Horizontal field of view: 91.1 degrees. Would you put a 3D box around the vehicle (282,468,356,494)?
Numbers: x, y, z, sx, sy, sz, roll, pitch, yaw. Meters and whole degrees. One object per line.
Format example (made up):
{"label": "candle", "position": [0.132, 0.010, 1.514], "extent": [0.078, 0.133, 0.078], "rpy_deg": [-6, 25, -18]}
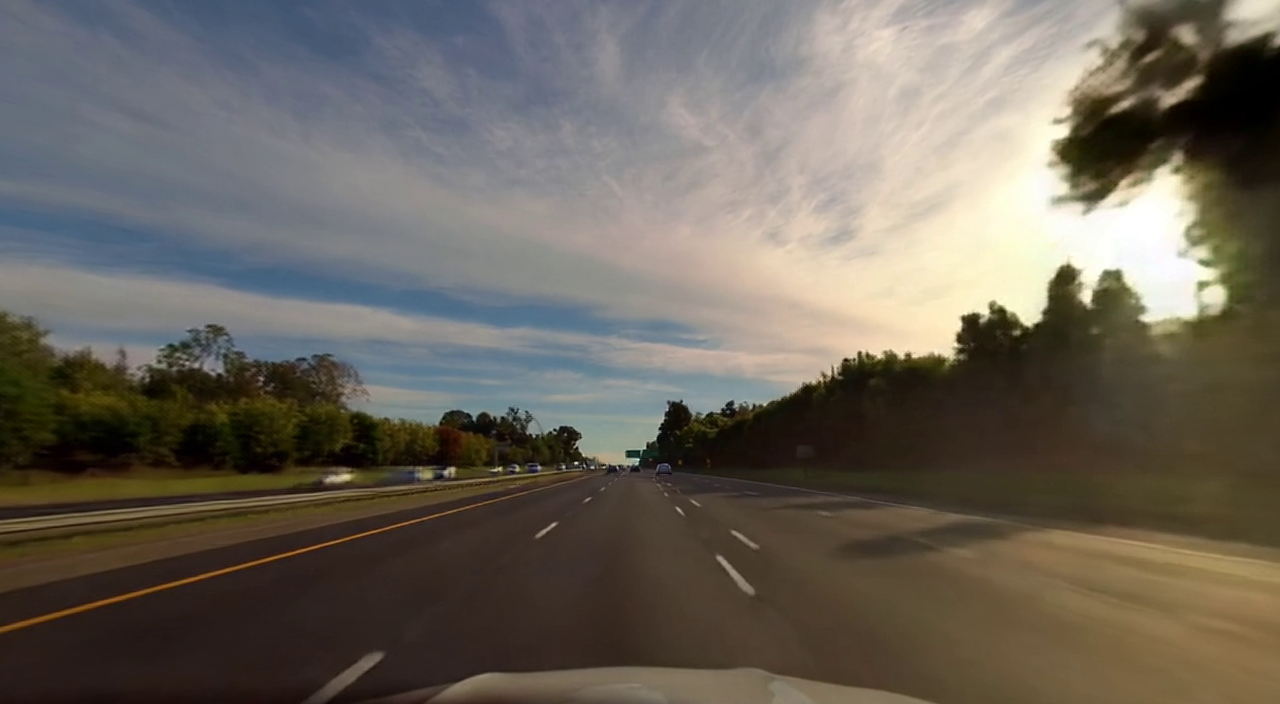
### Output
{"label": "vehicle", "position": [-19.605, 7.886, 38.595], "extent": [2.040, 1.461, 4.505], "rpy_deg": [1, -10, 1]}

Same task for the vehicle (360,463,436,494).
{"label": "vehicle", "position": [-12.669, 6.657, 33.249], "extent": [2.158, 1.473, 4.511], "rpy_deg": [1, -10, 1]}
